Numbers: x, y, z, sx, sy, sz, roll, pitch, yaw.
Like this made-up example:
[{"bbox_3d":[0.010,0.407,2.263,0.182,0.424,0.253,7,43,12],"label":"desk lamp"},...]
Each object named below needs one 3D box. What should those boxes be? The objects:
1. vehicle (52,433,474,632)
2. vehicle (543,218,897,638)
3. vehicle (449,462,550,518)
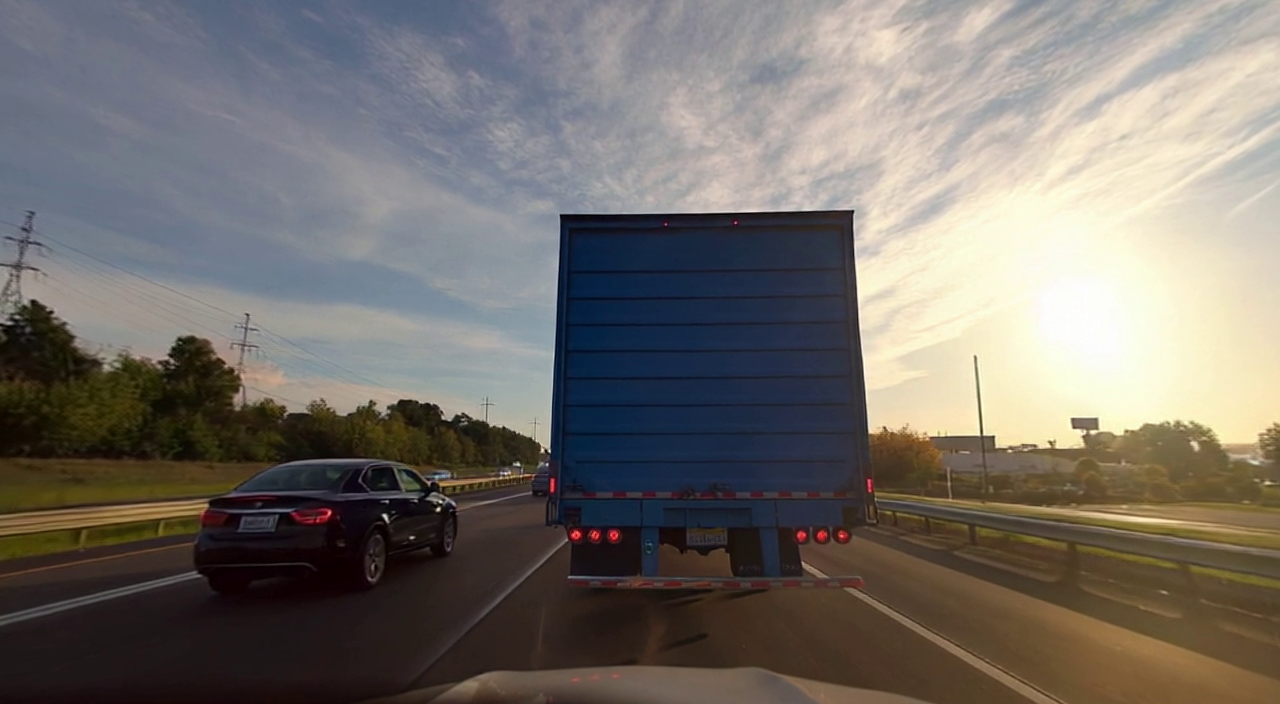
[{"bbox_3d":[-3.747,1.934,7.698,1.983,1.575,4.973,0,-11,1],"label":"vehicle"},{"bbox_3d":[0.764,1.326,9.635,2.831,3.529,8.689,0,-11,2],"label":"vehicle"},{"bbox_3d":[-4.138,4.150,19.350,1.891,1.469,4.431,0,-11,2],"label":"vehicle"}]
